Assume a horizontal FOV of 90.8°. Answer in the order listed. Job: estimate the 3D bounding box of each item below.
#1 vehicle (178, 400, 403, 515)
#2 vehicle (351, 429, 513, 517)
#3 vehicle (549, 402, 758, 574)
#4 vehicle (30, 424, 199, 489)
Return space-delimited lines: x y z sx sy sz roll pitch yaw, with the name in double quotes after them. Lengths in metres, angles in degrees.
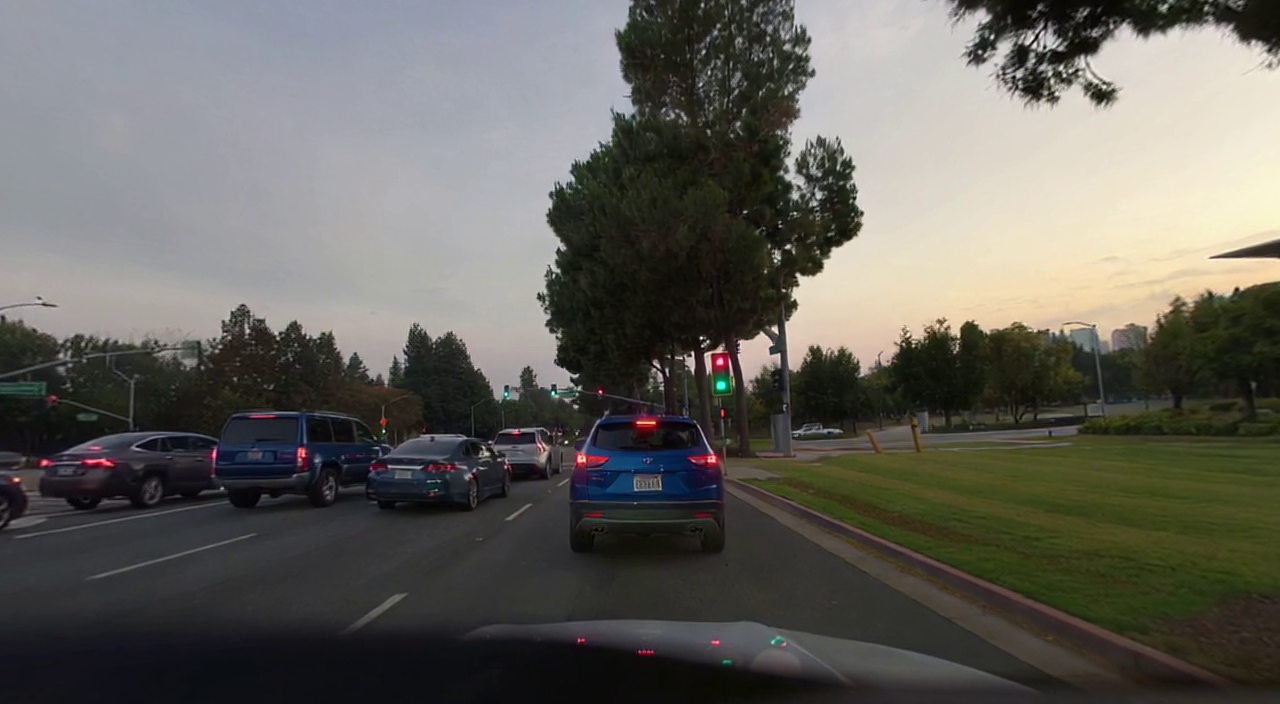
-7.403 2.326 14.262 2.195 2.093 5.185 0 -9 -1 "vehicle"
-4.088 2.437 13.239 1.942 1.523 4.212 0 -9 0 "vehicle"
0.108 1.656 8.428 2.055 1.681 4.270 0 -9 -1 "vehicle"
-17.685 3.534 21.625 2.136 1.976 4.342 0 -9 -4 "vehicle"
